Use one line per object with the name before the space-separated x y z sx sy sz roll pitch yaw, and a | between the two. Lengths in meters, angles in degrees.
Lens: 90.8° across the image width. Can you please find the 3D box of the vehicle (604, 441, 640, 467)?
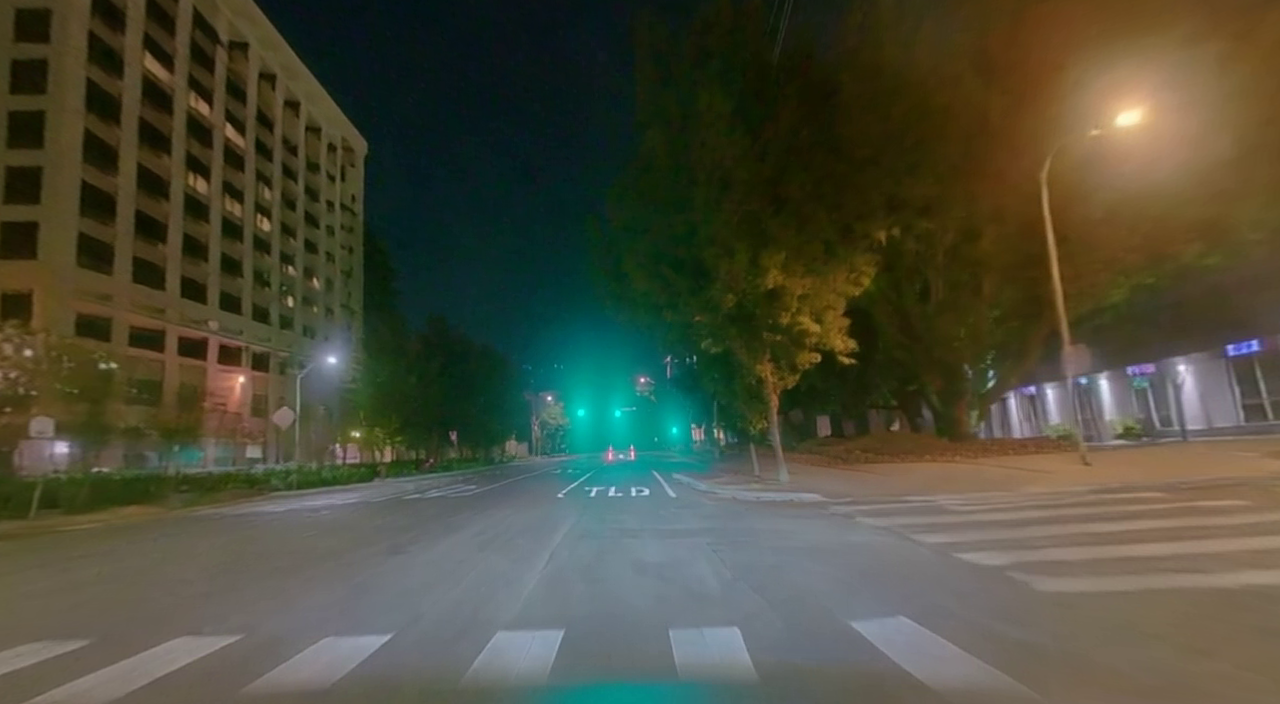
vehicle | -1.117 6.253 39.006 2.131 1.474 4.146 0 -8 -2
